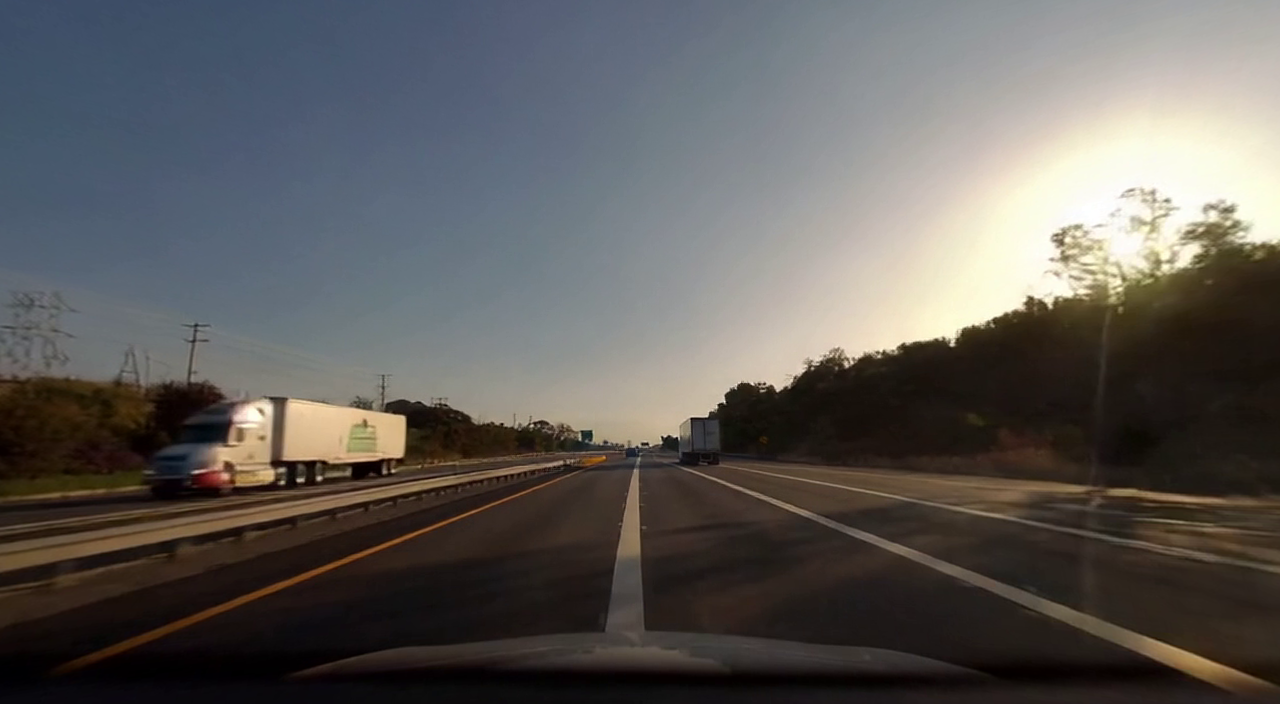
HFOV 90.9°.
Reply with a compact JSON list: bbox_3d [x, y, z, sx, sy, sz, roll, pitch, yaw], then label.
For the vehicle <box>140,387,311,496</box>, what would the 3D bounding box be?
[{"bbox_3d":[-17.092,3.784,26.626,2.941,4.060,5.864,0,-9,0],"label":"vehicle"}]
